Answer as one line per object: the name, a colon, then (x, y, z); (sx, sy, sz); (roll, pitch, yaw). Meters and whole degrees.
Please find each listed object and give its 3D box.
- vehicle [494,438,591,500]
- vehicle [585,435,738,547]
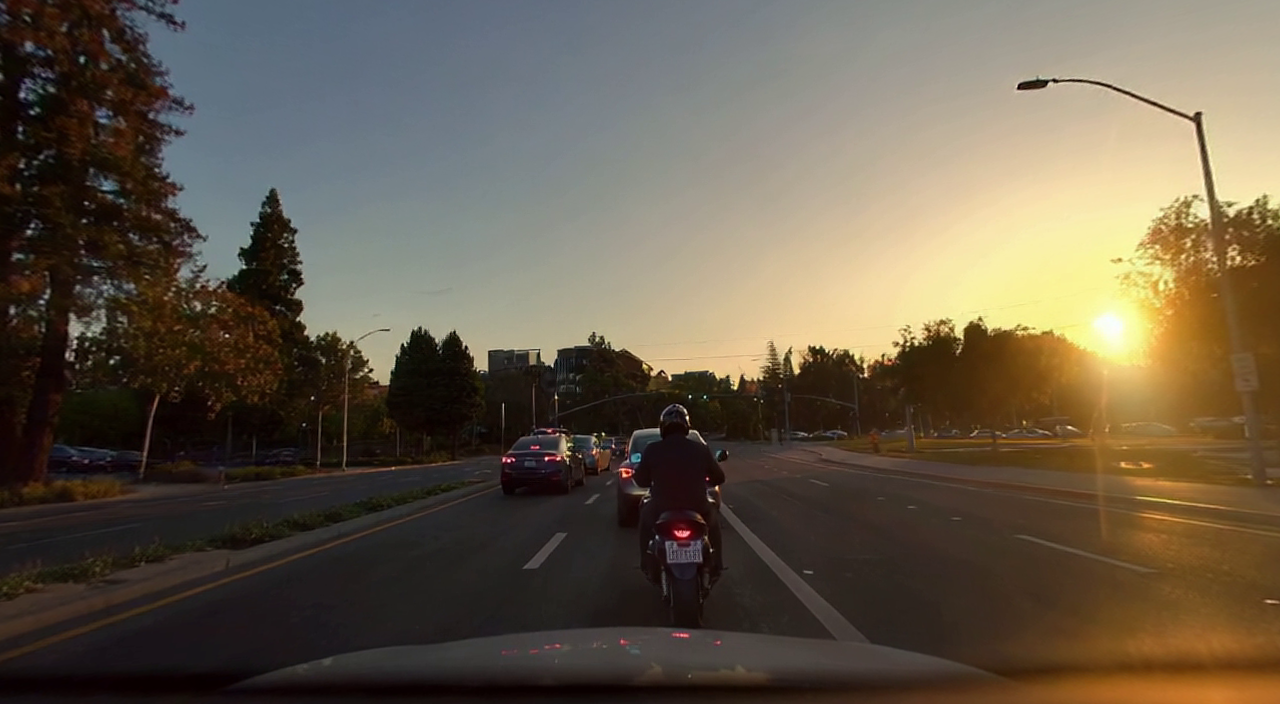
vehicle: (-2.556, 3.176, 17.501); (1.979, 1.499, 3.840); (-1, -8, 2)
vehicle: (0.330, 2.175, 10.680); (2.009, 1.450, 4.608); (-1, -8, 1)
